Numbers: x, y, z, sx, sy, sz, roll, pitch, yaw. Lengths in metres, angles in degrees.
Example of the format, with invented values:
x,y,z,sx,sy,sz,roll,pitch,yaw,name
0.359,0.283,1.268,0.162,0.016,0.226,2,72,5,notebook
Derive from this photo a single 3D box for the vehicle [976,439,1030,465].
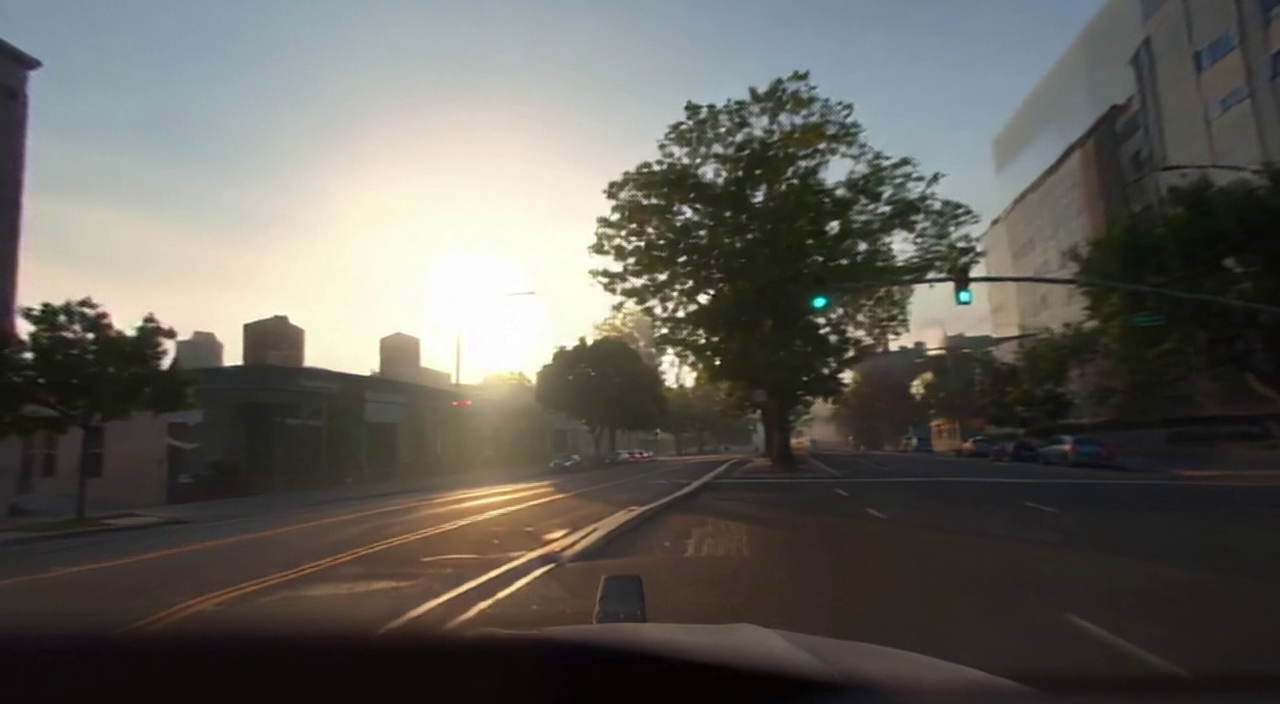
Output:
x,y,z,sx,sy,sz,roll,pitch,yaw,name
25.666,7.071,44.838,1.833,1.753,4.611,-2,-9,12,vehicle

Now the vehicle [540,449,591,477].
x,y,z,sx,sy,sz,roll,pitch,yaw,name
-4.971,7.514,43.026,2.075,1.708,4.335,-2,-9,13,vehicle

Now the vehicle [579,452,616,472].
x,y,z,sx,sy,sz,roll,pitch,yaw,name
-3.279,8.589,49.405,1.719,1.440,4.201,-2,-9,14,vehicle

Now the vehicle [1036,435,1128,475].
x,y,z,sx,sy,sz,roll,pitch,yaw,name
22.855,5.335,32.922,2.181,1.876,4.723,-2,-9,13,vehicle

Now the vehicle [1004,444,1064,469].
x,y,z,sx,sy,sz,roll,pitch,yaw,name
24.380,6.451,39.289,1.802,1.444,4.318,-2,-9,13,vehicle
